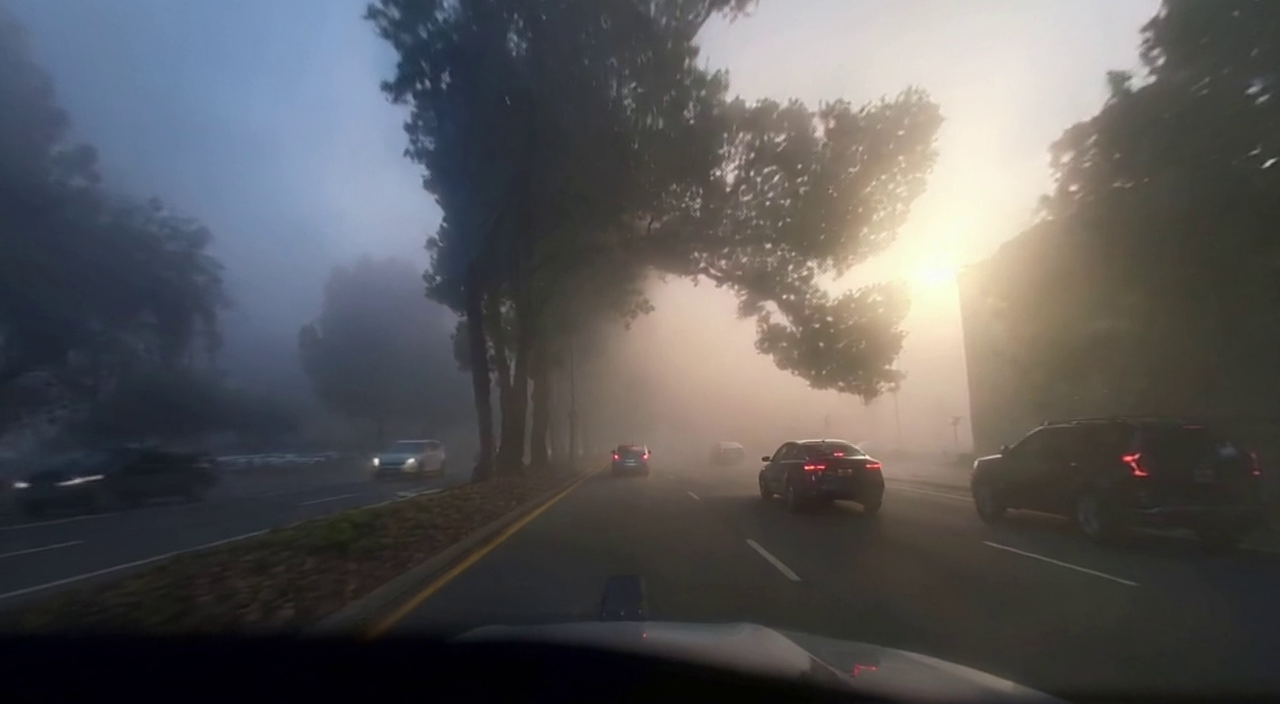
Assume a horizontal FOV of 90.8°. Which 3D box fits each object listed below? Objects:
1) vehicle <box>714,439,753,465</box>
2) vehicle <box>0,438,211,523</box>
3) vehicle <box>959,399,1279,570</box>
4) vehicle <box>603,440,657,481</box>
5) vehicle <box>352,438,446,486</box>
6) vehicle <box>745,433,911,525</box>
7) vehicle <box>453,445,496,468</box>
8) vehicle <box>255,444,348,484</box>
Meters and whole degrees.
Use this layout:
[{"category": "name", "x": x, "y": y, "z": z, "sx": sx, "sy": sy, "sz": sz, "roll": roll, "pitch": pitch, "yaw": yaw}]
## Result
[{"category": "vehicle", "x": 6.937, "y": 7.483, "z": 47.297, "sx": 2.068, "sy": 1.779, "sz": 4.567, "roll": 0, "pitch": -9, "yaw": -2}, {"category": "vehicle", "x": -13.179, "y": 3.041, "z": 15.516, "sx": 2.029, "sy": 1.737, "sz": 4.471, "roll": -1, "pitch": -9, "yaw": 1}, {"category": "vehicle", "x": 6.913, "y": 1.761, "z": 9.123, "sx": 2.134, "sy": 1.810, "sz": 4.590, "roll": 0, "pitch": -9, "yaw": -1}, {"category": "vehicle", "x": -0.400, "y": 4.280, "z": 25.106, "sx": 1.994, "sy": 1.479, "sz": 3.647, "roll": 0, "pitch": -9, "yaw": -1}, {"category": "vehicle", "x": -9.438, "y": 4.336, "z": 25.183, "sx": 1.950, "sy": 1.717, "sz": 4.299, "roll": -1, "pitch": -9, "yaw": 1}, {"category": "vehicle", "x": 3.416, "y": 2.391, "z": 12.438, "sx": 1.858, "sy": 1.466, "sz": 4.230, "roll": 0, "pitch": -9, "yaw": -2}, {"category": "vehicle", "x": -12.517, "y": 7.912, "z": 48.075, "sx": 1.973, "sy": 1.674, "sz": 4.492, "roll": -1, "pitch": -9, "yaw": 1}, {"category": "vehicle", "x": -16.947, "y": 5.588, "z": 31.972, "sx": 1.983, "sy": 1.828, "sz": 4.833, "roll": -1, "pitch": -9, "yaw": 1}]
